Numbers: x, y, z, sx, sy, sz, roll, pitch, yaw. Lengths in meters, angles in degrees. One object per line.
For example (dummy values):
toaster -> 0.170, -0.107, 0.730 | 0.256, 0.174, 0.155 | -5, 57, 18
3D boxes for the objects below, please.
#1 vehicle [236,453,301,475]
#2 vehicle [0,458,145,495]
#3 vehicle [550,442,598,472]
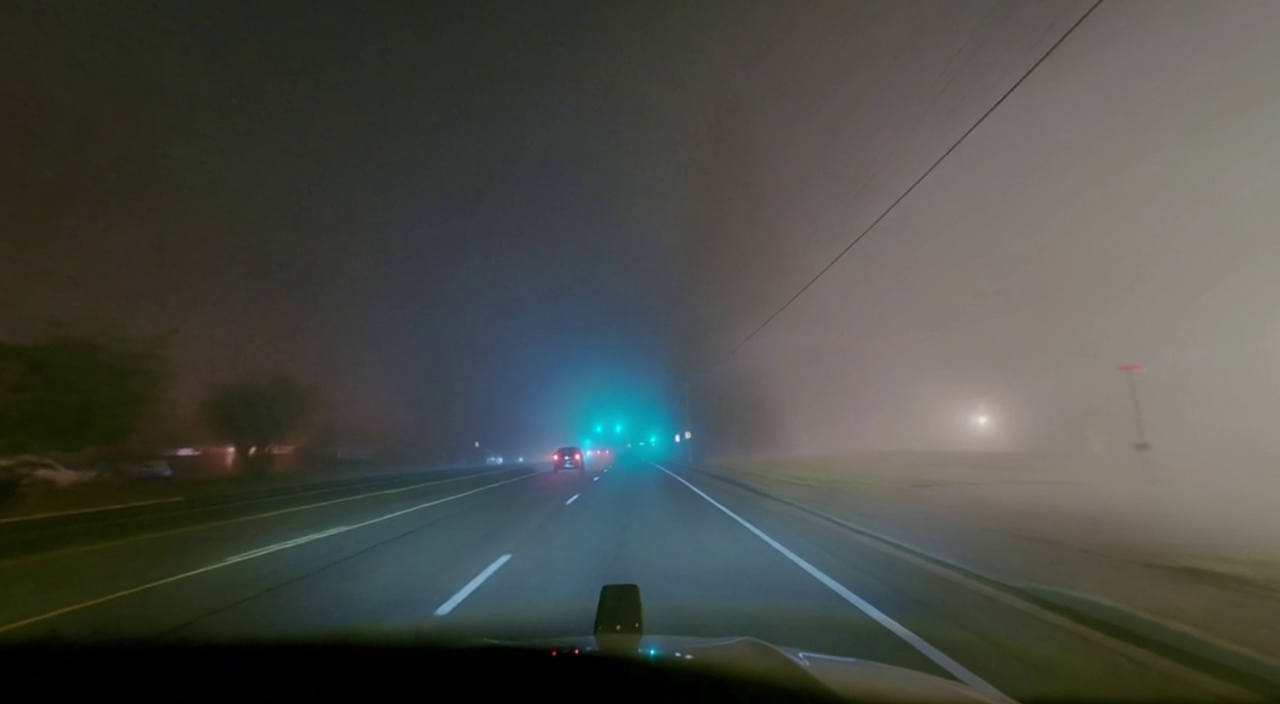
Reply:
vehicle -> -28.759, 8.685, 49.003 | 3.814, 1.512, 1.948 | 1, -8, 2
vehicle -> -23.801, 5.192, 26.509 | 4.235, 1.456, 2.171 | 0, -9, 1
vehicle -> -3.385, 5.463, 33.171 | 2.030, 1.467, 4.251 | 0, -9, 0
